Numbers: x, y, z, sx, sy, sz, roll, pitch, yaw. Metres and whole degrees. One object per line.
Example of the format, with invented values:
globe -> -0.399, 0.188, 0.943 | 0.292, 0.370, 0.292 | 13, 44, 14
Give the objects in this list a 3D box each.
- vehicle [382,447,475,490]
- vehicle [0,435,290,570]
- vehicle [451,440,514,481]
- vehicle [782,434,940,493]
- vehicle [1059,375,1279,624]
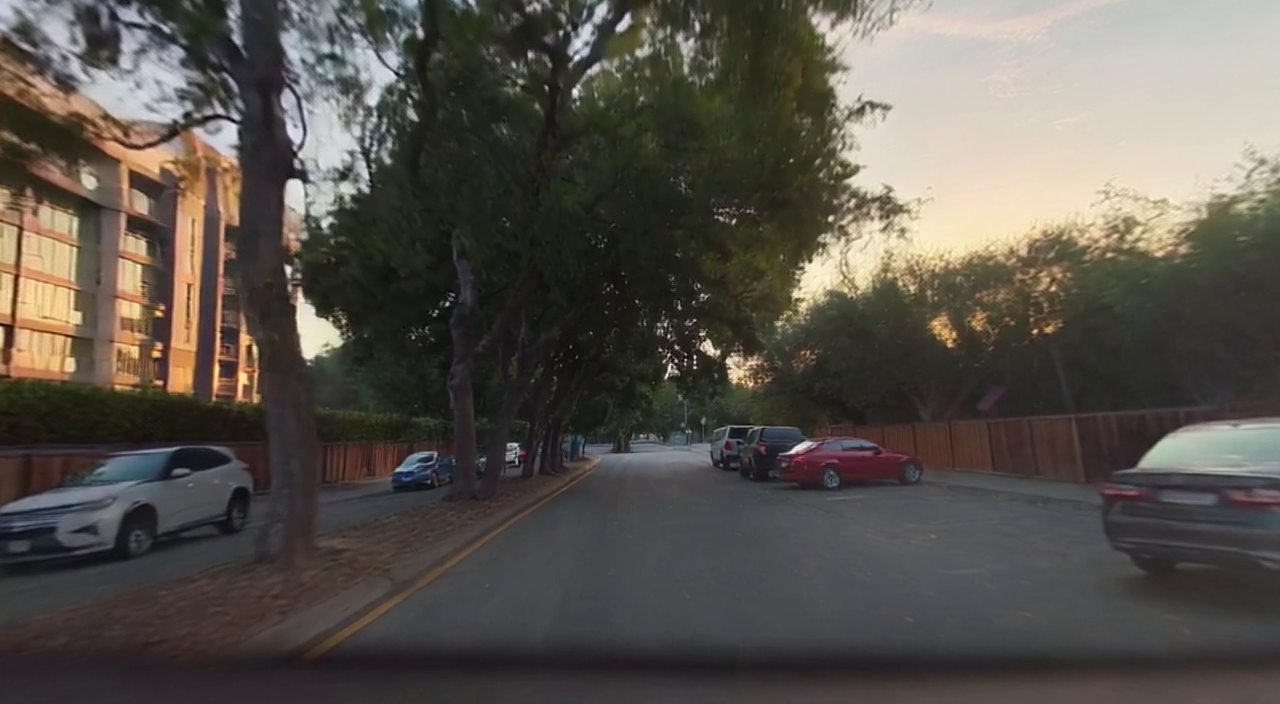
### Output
vehicle -> -8.161, 4.500, 24.930 | 1.911, 1.497, 4.738 | 0, -8, 2
vehicle -> -8.043, 2.264, 10.354 | 2.172, 1.707, 4.273 | 0, -8, 0
vehicle -> -7.840, 5.379, 31.867 | 1.957, 1.693, 4.588 | -2, -6, 1
vehicle -> 6.393, 3.169, 18.232 | 4.265, 1.510, 1.915 | 5, -10, -30
vehicle -> 6.586, 1.257, 5.949 | 4.858, 1.758, 2.021 | 4, -9, -25
